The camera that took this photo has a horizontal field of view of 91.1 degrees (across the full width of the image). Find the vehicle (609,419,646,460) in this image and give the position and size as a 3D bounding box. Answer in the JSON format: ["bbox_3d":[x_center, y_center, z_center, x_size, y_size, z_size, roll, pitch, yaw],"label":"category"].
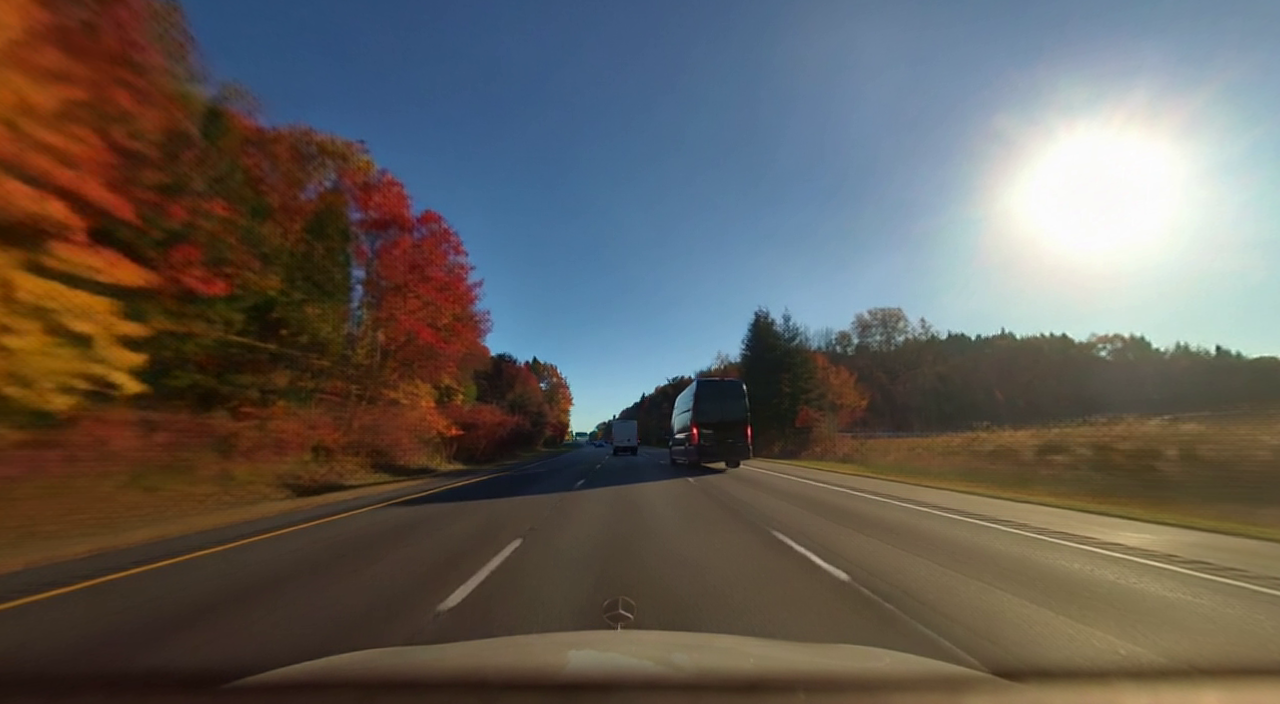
[{"bbox_3d":[-0.860,6.100,43.877,2.389,2.637,5.437,0,-8,-1],"label":"vehicle"}]

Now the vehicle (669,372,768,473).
[{"bbox_3d":[3.466,3.745,32.172,3.128,4.087,13.351,0,-8,-1],"label":"vehicle"}]
